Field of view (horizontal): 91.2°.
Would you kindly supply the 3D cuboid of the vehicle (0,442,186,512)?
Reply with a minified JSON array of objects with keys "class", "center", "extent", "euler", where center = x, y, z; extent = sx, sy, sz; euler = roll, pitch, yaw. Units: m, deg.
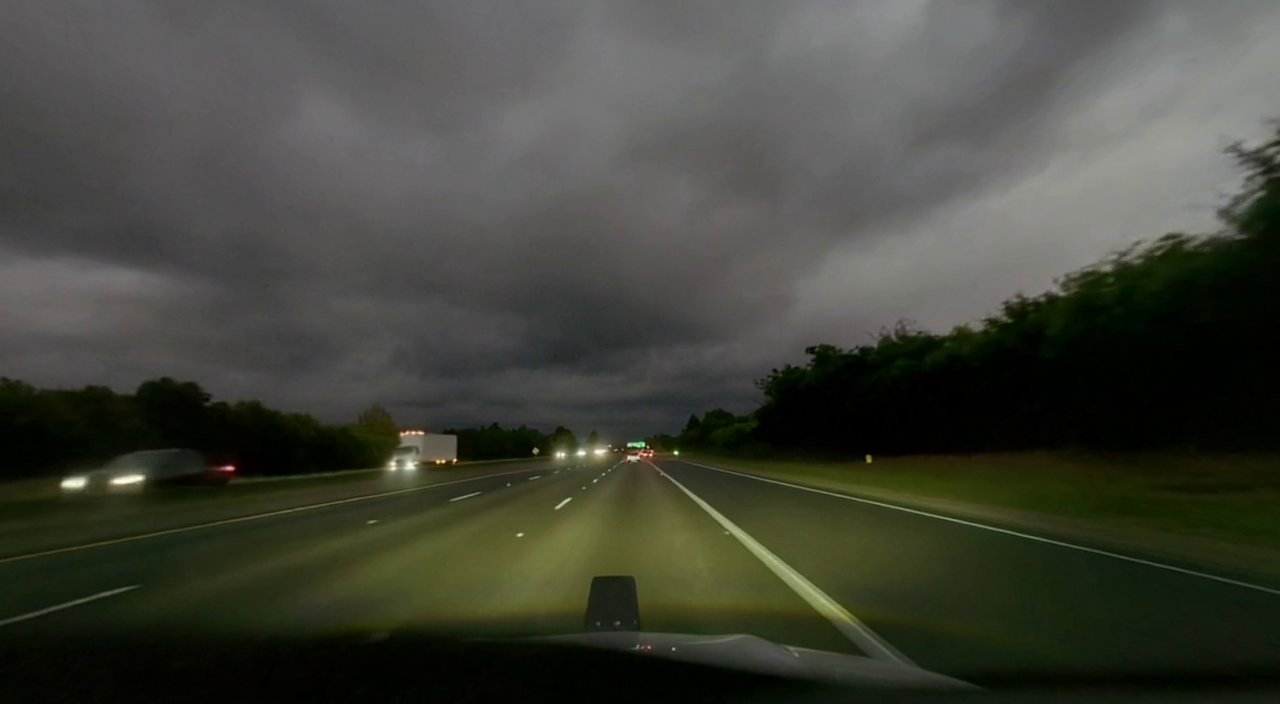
[{"class":"vehicle","center":[-15.544,3.449,17.742],"extent":[2.106,1.697,4.344],"euler":[0,-9,-1]}]
